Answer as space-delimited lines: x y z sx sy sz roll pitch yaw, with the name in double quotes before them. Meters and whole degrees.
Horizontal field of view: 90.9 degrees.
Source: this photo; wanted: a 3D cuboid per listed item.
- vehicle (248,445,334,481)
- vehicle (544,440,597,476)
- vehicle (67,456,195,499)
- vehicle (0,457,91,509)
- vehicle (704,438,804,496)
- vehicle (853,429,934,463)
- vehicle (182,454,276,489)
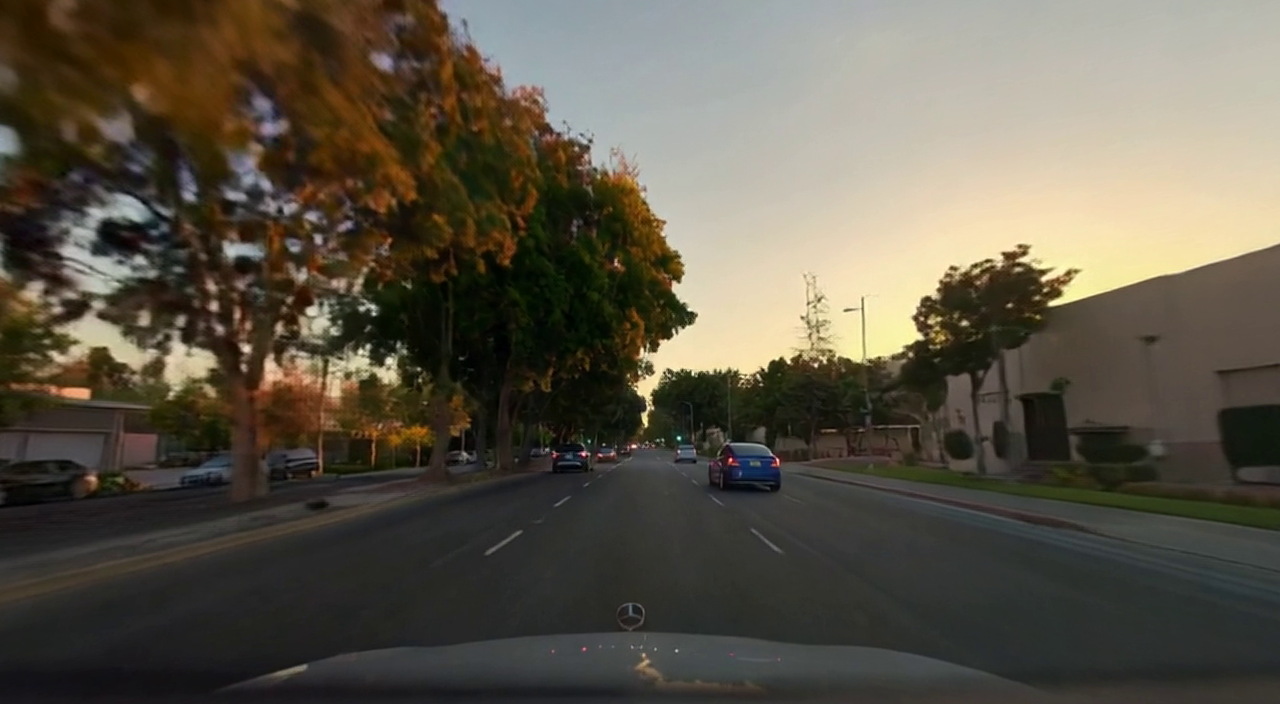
"vehicle" -22.251 7.085 40.521 2.255 2.117 5.319 -1 -8 2
"vehicle" -3.348 5.239 31.296 2.113 1.626 4.129 -1 -8 1
"vehicle" -22.408 5.503 28.026 1.794 1.664 4.582 -1 -8 1
"vehicle" -22.528 4.619 22.332 1.918 1.698 4.581 -1 -8 1
"vehicle" 3.191 3.334 18.645 2.083 1.474 4.360 0 -8 -1
"vehicle" 16.822 6.308 42.243 2.160 2.093 5.795 1 -9 -10
"vehicle" -22.248 6.439 34.371 1.887 1.669 4.753 -1 -8 1
